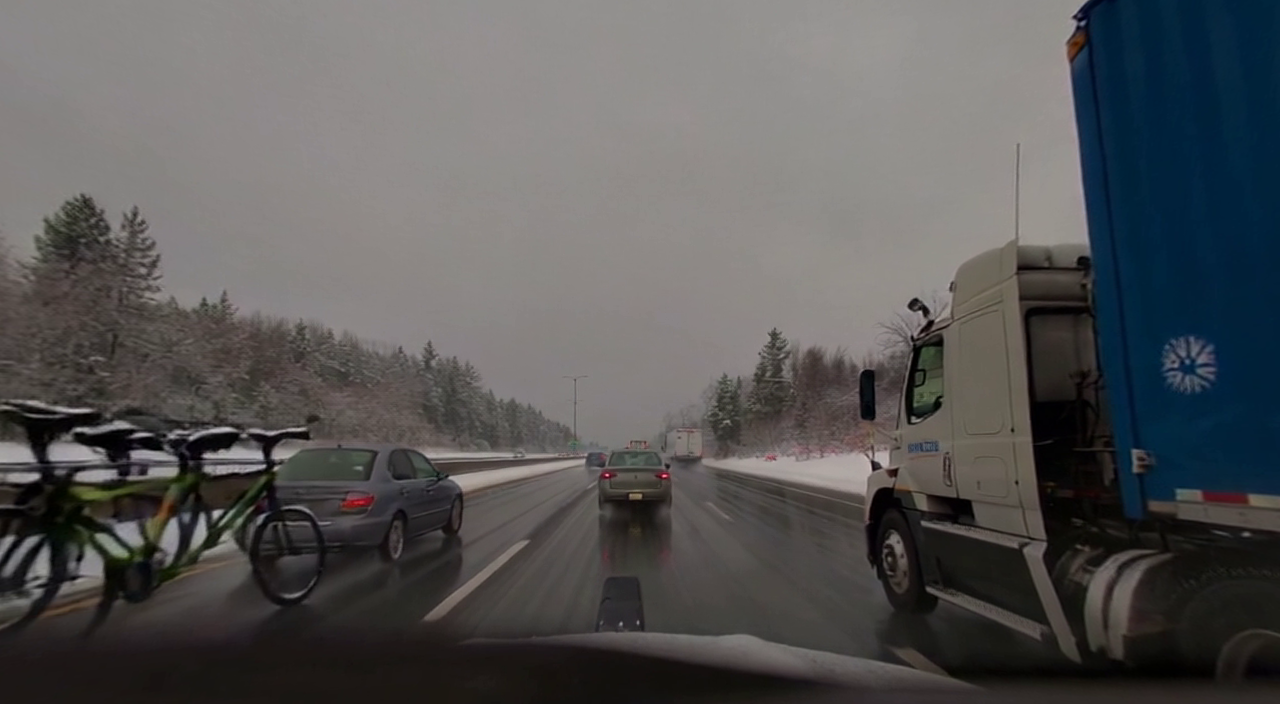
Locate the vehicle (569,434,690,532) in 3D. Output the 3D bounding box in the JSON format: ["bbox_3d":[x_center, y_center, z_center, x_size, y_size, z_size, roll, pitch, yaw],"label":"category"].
[{"bbox_3d":[-0.186,2.421,12.095,1.973,1.574,3.426,0,-9,-1],"label":"vehicle"}]

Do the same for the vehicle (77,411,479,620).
[{"bbox_3d":[-3.514,1.681,7.453,1.985,1.671,4.604,0,-9,0],"label":"vehicle"}]

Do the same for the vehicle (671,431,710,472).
[{"bbox_3d":[3.425,6.892,43.770,2.234,2.679,5.372,0,-9,-1],"label":"vehicle"}]
